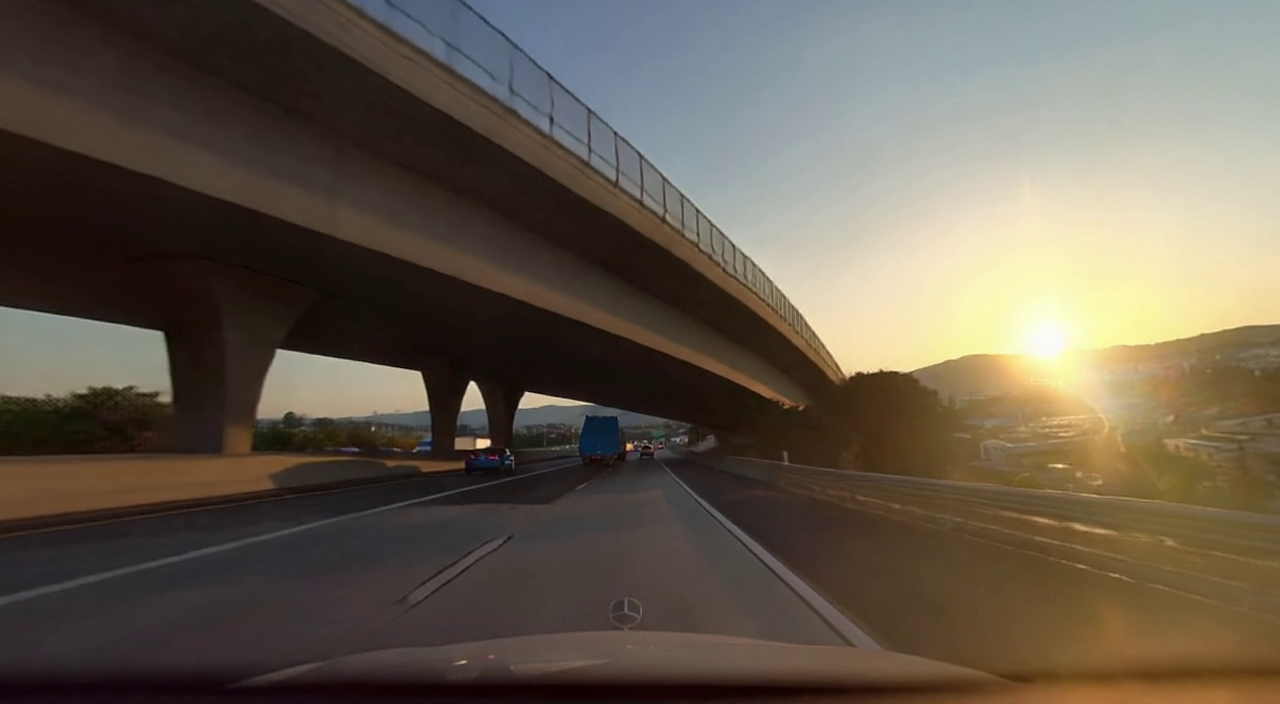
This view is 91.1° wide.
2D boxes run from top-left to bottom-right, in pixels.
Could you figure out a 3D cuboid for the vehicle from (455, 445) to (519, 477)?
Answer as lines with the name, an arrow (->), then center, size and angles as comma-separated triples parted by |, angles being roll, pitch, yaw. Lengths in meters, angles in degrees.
vehicle -> -7.480, 5.356, 31.187 | 1.901, 1.467, 4.629 | 0, -8, 2
